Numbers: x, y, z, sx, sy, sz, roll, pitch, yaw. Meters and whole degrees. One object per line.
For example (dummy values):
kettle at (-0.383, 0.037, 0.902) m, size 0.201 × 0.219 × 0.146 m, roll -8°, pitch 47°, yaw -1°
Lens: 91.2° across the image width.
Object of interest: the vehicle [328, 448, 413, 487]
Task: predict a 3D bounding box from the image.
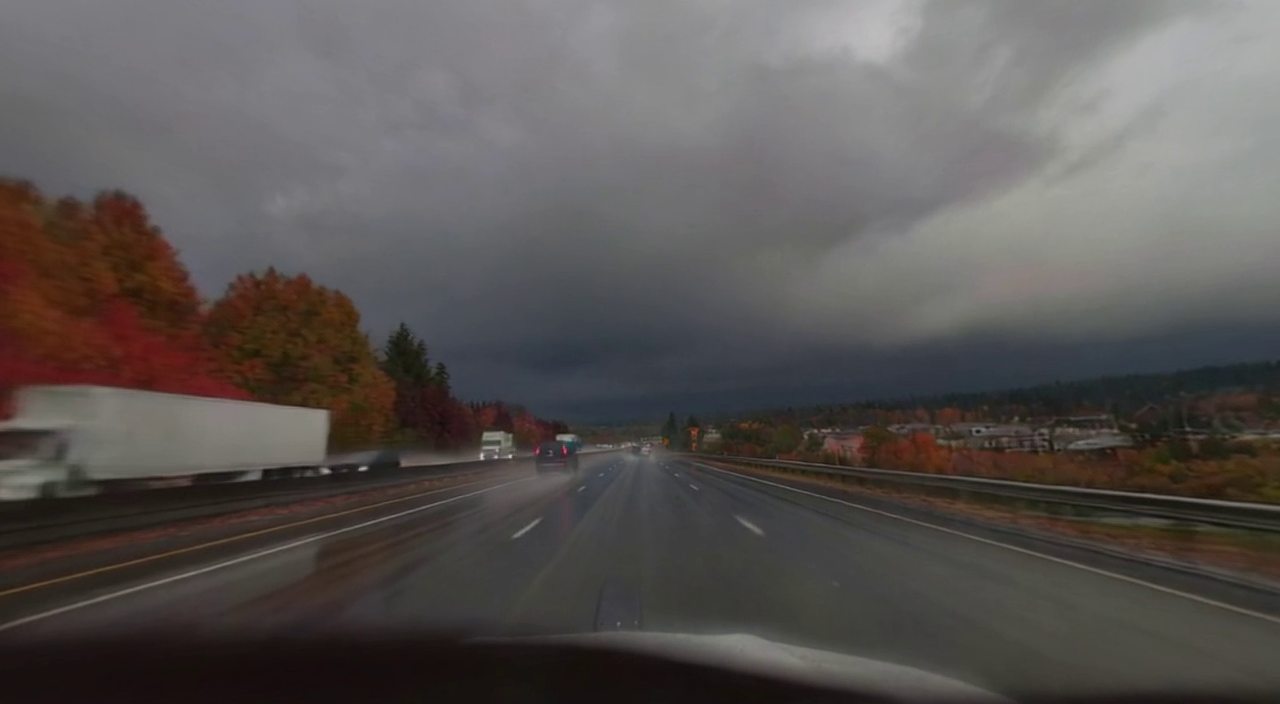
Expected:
vehicle at (-11.451, 4.919, 26.964) m, size 1.885 × 1.517 × 3.993 m, roll 0°, pitch -9°, yaw 0°

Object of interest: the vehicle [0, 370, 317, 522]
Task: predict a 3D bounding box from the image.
vehicle at (-18.643, 3.783, 24.769) m, size 2.955 × 4.035 × 16.775 m, roll 0°, pitch -9°, yaw 0°

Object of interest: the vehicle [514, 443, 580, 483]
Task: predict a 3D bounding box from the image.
vehicle at (-3.999, 4.859, 27.759) m, size 2.153 × 1.577 × 4.707 m, roll 0°, pitch -9°, yaw 1°
